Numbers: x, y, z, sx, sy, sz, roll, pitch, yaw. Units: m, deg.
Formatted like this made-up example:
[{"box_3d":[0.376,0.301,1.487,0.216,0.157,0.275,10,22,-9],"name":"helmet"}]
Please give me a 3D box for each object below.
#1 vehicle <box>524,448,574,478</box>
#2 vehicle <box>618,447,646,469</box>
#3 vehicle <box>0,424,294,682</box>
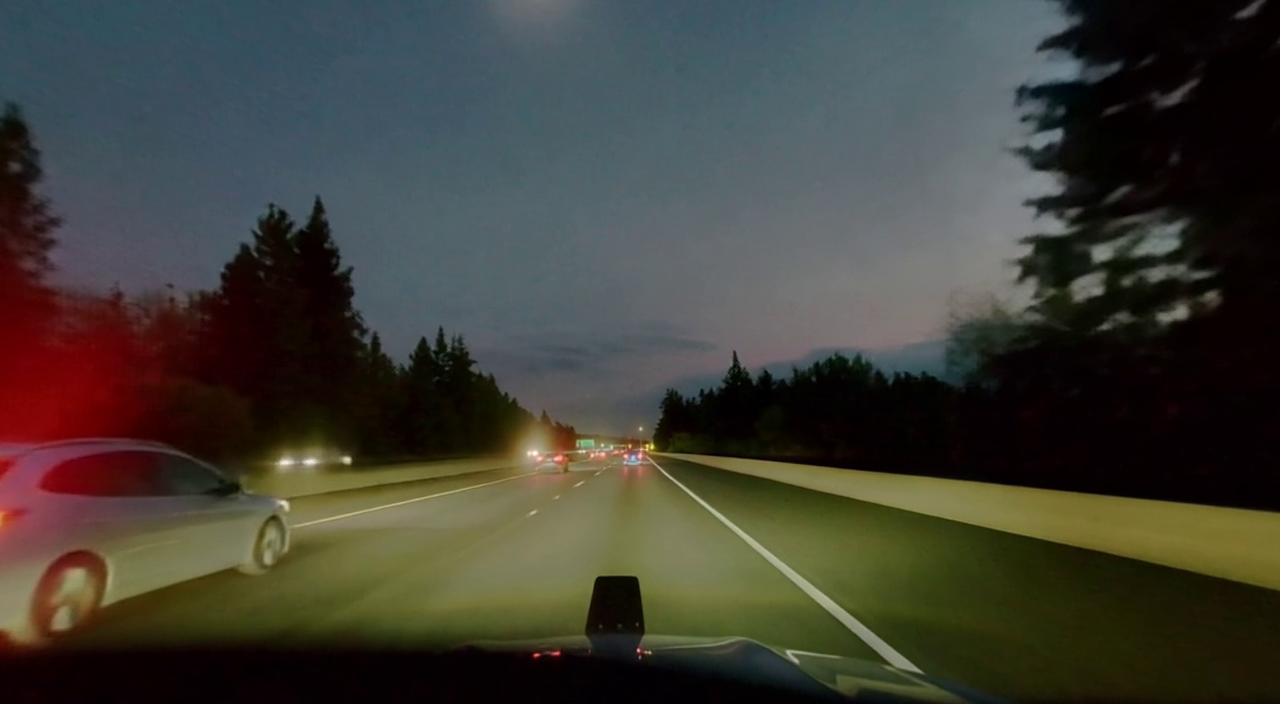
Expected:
[{"box_3d":[-4.768,5.850,33.614,2.052,1.468,4.390,0,-9,0],"name":"vehicle"},{"box_3d":[-0.694,8.214,49.076,2.070,1.603,4.806,0,-9,-2],"name":"vehicle"},{"box_3d":[-4.701,1.328,4.657,1.838,1.508,4.317,0,-9,0],"name":"vehicle"}]
